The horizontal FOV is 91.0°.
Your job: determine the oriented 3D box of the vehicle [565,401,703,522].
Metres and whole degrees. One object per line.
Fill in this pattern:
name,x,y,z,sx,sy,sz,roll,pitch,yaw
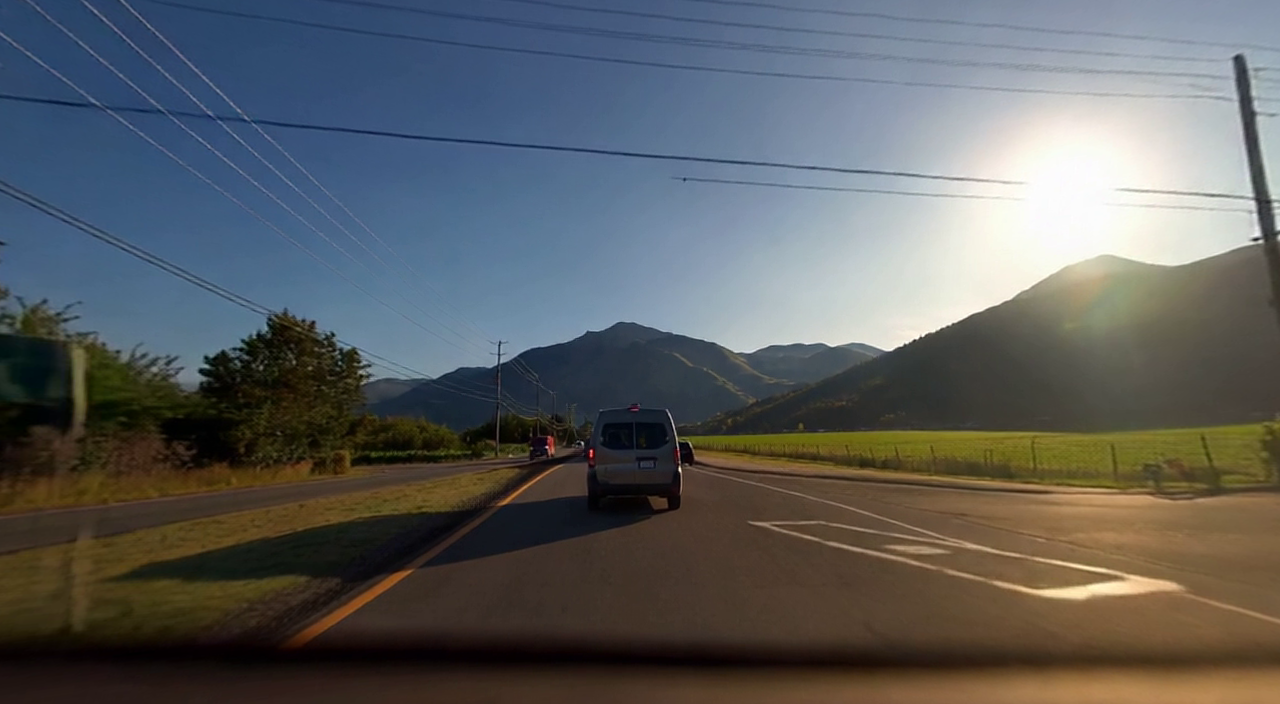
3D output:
vehicle,-0.193,2.293,13.622,2.454,2.144,4.535,0,-8,-2
